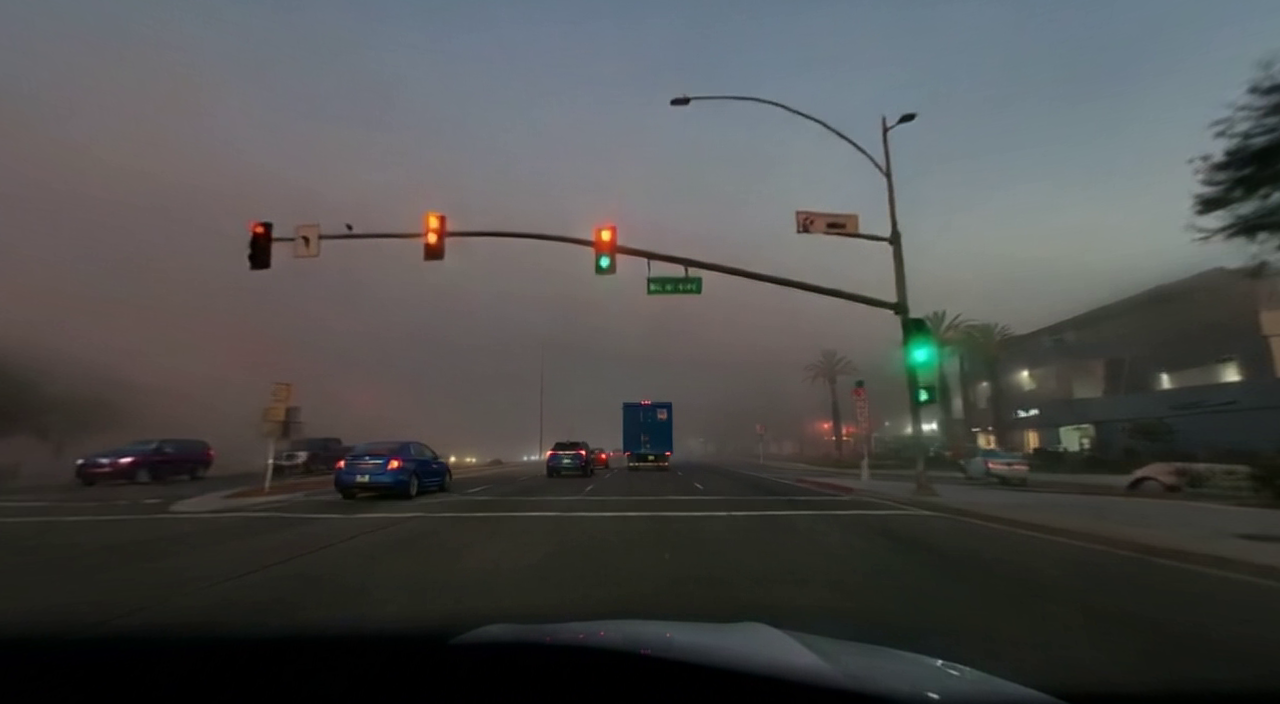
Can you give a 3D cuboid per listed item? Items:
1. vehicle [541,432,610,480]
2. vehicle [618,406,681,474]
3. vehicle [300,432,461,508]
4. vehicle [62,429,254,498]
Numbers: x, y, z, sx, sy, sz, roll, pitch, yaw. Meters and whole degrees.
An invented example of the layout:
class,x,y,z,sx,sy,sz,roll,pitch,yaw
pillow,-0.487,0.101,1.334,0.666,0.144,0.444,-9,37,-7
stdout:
class,x,y,z,sx,sy,sz,roll,pitch,yaw
vehicle,-2.593,4.352,26.526,2.178,1.826,4.933,0,-8,2
vehicle,0.513,4.696,33.323,2.993,3.235,6.692,0,-8,1
vehicle,-6.328,2.920,16.043,2.045,1.630,4.680,0,-8,1
vehicle,-14.651,3.483,19.574,2.040,1.745,4.899,-3,-10,1
